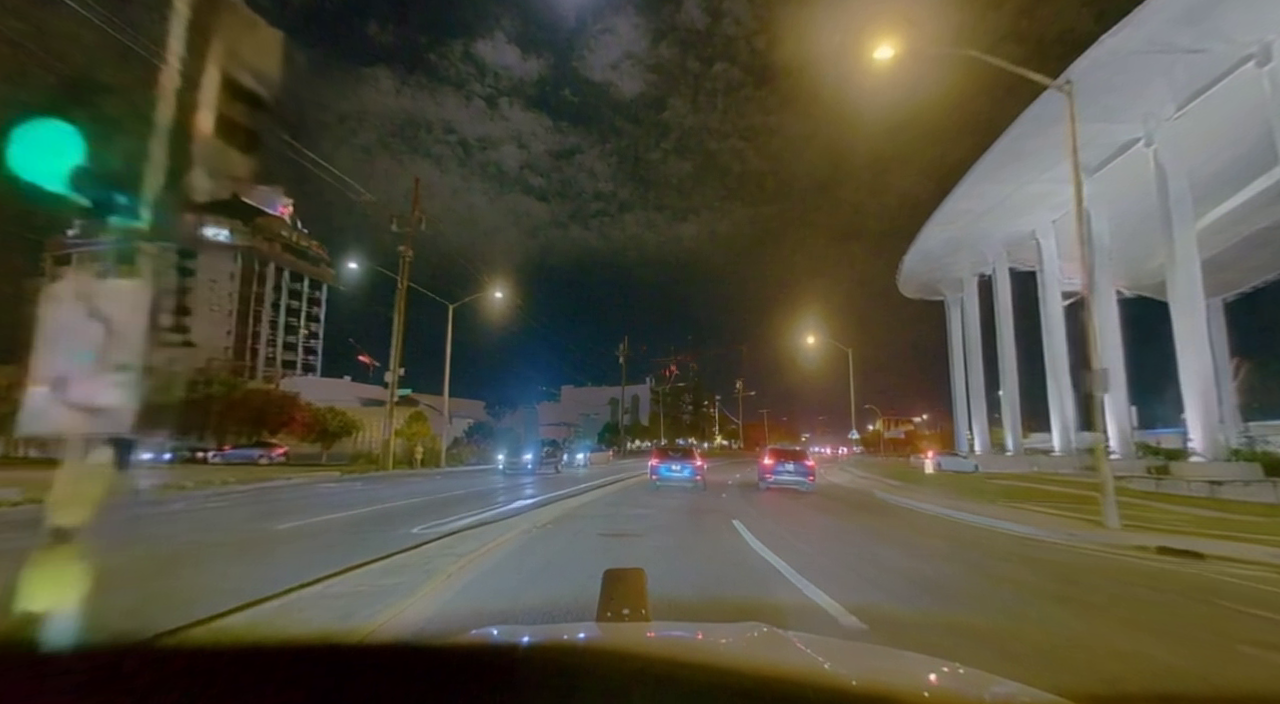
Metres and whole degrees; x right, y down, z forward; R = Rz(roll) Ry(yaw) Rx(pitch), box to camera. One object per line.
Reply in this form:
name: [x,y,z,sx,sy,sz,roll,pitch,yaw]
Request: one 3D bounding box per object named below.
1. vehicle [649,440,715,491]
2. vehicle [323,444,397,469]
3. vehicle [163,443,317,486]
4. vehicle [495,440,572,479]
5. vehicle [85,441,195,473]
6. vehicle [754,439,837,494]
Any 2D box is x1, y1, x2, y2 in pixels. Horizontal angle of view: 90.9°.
vehicle: [1.612,4.057,22.754,2.132,1.632,3.889,-2,-9,7]
vehicle: [-20.870,7.808,47.017,4.648,1.697,1.979,-3,-10,13]
vehicle: [-14.794,4.179,23.534,4.351,1.490,2.012,0,-9,-1]
vehicle: [-5.292,5.446,32.177,2.254,1.789,4.736,-2,-9,12]
vehicle: [-29.875,6.274,37.823,1.951,1.743,4.619,-6,-10,29]
vehicle: [5.472,4.091,22.913,2.320,1.772,4.872,-1,-9,7]
